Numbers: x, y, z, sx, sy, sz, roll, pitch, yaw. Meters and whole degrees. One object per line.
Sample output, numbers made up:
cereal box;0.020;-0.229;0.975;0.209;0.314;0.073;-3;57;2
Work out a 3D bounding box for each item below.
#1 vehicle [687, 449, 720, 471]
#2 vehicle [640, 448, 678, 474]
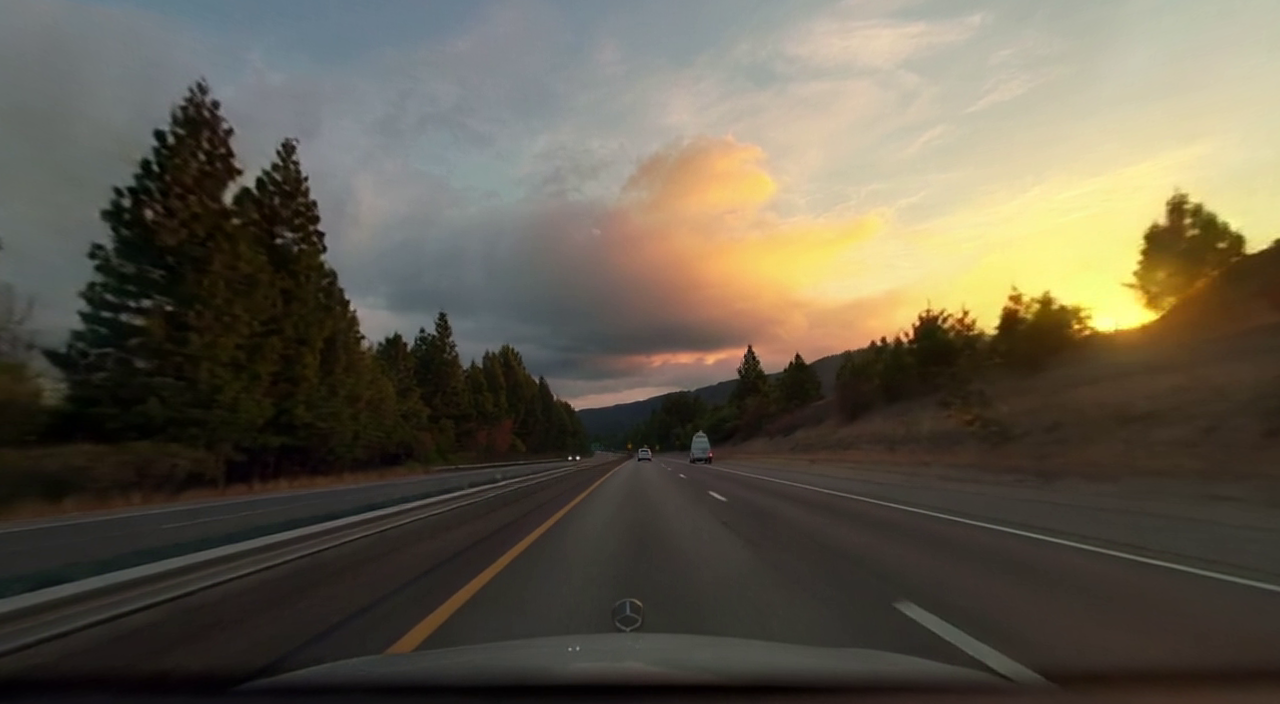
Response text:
vehicle;4.471;7.645;44.714;1.846;1.485;3.679;0;-9;-1
vehicle;1.121;6.775;39.232;2.162;1.492;3.975;0;-9;0
